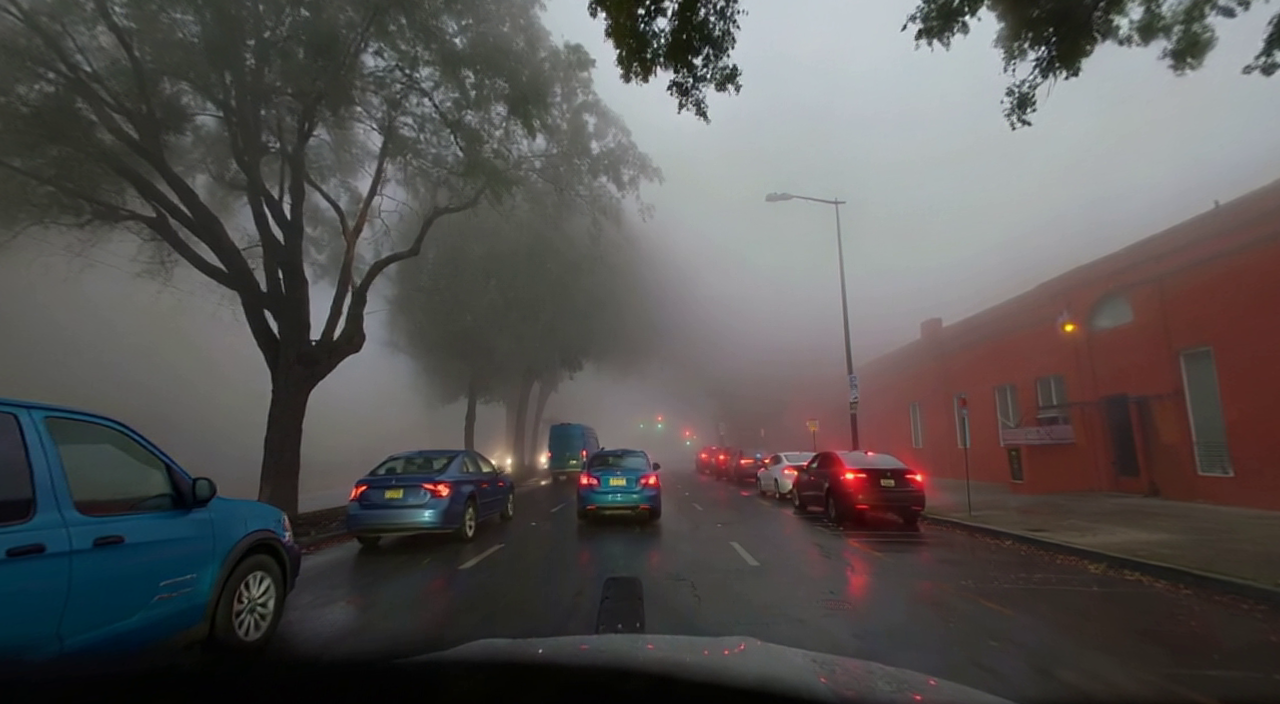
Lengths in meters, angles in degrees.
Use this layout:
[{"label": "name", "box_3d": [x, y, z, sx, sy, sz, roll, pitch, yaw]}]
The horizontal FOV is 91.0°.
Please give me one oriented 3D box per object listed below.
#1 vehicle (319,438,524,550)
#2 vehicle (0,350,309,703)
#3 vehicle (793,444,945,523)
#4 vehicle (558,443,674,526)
[{"label": "vehicle", "box_3d": [-3.527, 2.366, 11.241, 1.995, 1.554, 4.426, 0, -9, 1]}, {"label": "vehicle", "box_3d": [-3.732, 0.873, 2.555, 2.140, 1.768, 4.685, 0, -9, 1]}, {"label": "vehicle", "box_3d": [4.902, 2.851, 14.188, 1.832, 1.491, 4.054, 1, -9, -1]}, {"label": "vehicle", "box_3d": [-0.440, 2.796, 13.885, 2.152, 1.518, 4.113, 0, -9, 0]}]
